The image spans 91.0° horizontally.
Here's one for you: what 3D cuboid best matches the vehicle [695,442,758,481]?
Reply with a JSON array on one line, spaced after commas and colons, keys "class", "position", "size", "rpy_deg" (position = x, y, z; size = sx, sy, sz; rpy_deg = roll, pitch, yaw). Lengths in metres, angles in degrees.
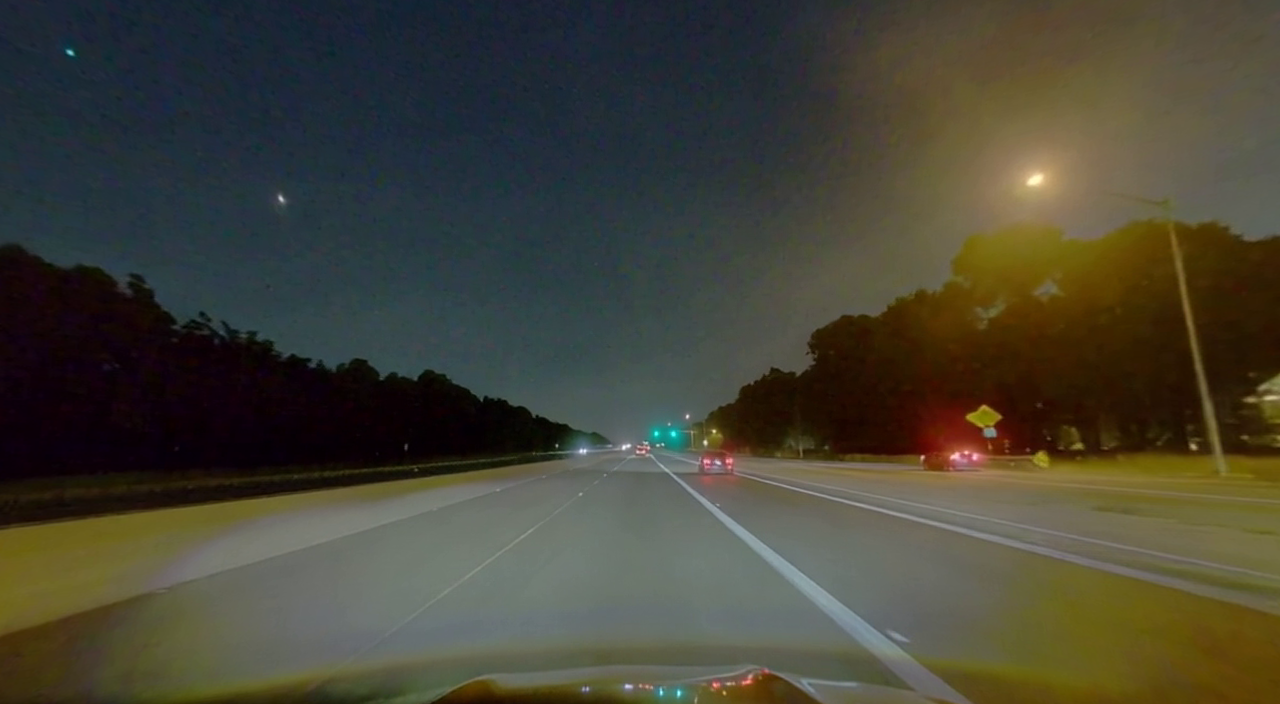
[{"class": "vehicle", "position": [3.701, 4.760, 27.650], "size": [2.115, 1.522, 4.330], "rpy_deg": [0, -9, 0]}]
